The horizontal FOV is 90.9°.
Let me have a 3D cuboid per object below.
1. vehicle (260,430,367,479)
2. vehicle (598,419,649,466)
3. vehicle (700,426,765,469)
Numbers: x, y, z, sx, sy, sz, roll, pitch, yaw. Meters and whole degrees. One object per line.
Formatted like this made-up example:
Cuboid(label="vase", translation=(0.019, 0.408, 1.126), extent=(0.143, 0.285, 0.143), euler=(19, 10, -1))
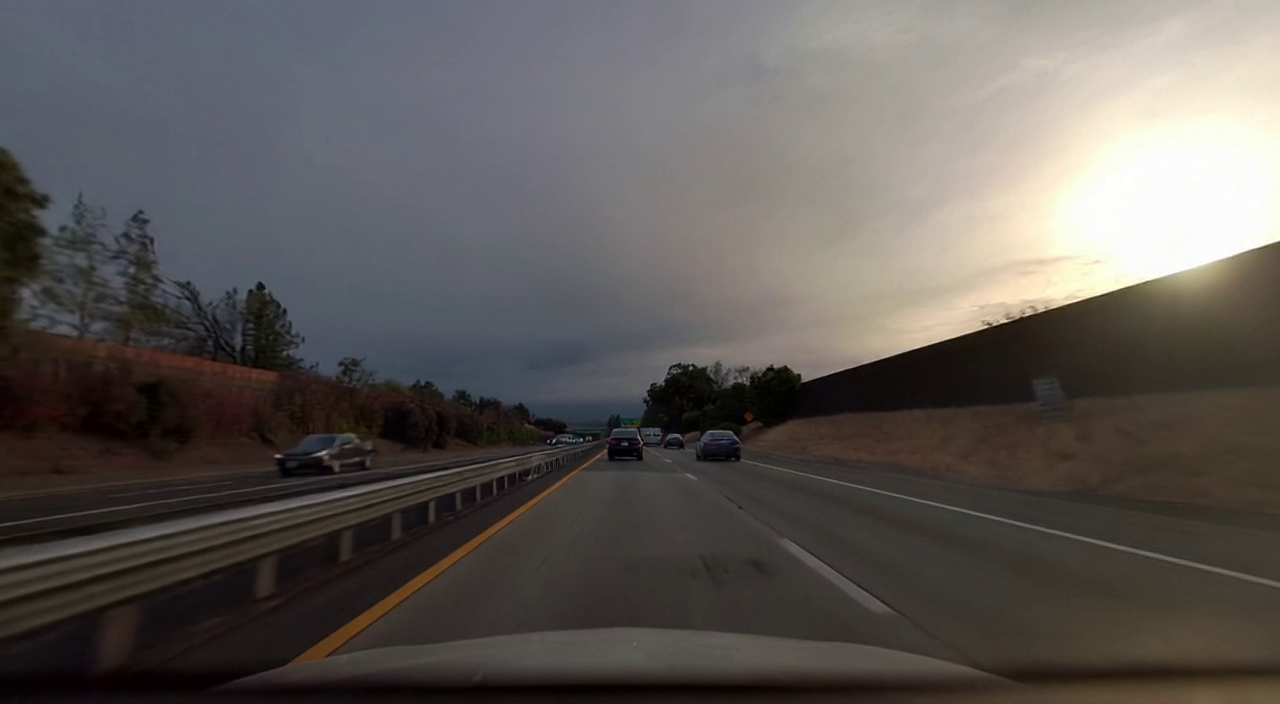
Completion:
Cuboid(label="vehicle", translation=(-14.091, 4.422, 27.617), extent=(2.077, 1.935, 5.061), euler=(0, -8, -1))
Cuboid(label="vehicle", translation=(-0.814, 4.349, 30.445), extent=(2.270, 2.044, 4.633), euler=(0, -8, -2))
Cuboid(label="vehicle", translation=(3.750, 3.958, 26.324), extent=(1.981, 1.606, 3.956), euler=(0, -8, -2))
